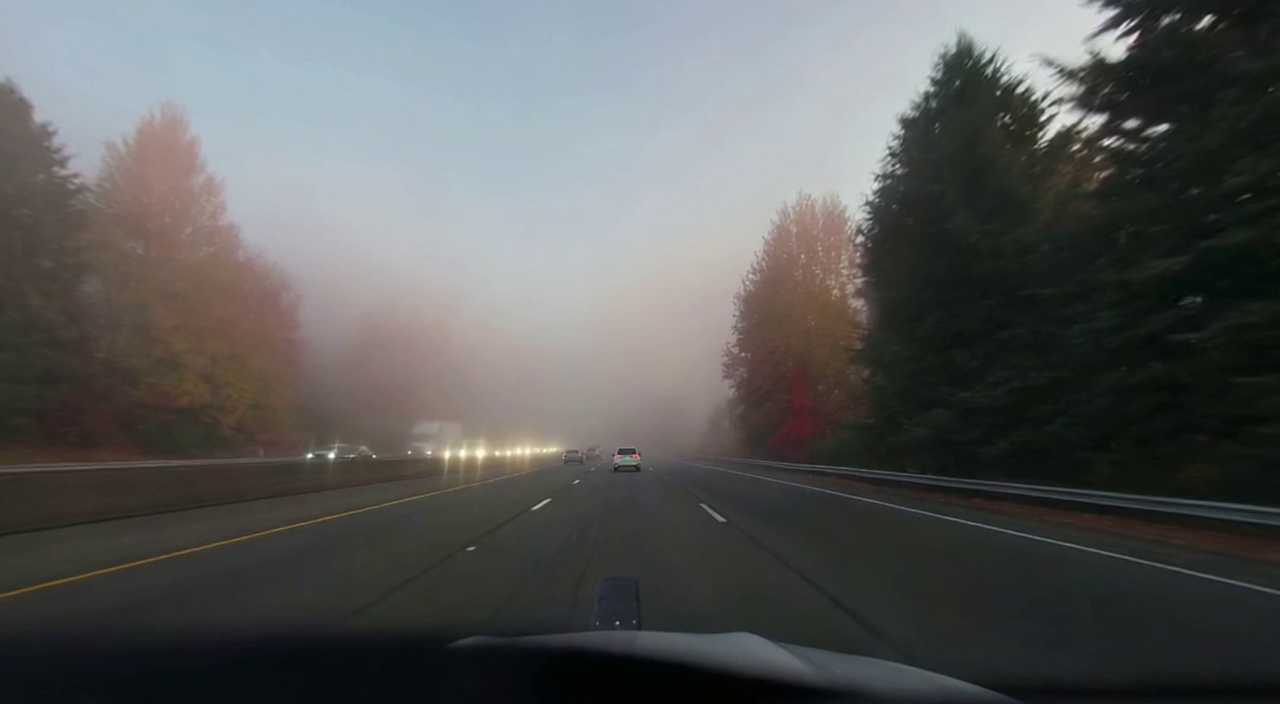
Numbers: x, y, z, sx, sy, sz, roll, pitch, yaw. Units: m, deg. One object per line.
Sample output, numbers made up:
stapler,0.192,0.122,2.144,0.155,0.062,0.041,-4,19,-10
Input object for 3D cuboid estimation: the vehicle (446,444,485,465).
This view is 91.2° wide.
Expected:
vehicle,-13.195,7.775,47.520,1.881,1.507,3.991,0,-9,-1

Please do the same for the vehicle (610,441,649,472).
vehicle,-0.633,6.024,36.190,2.115,1.661,4.049,0,-9,-1

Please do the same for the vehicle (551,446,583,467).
vehicle,-5.517,7.940,47.697,2.002,1.537,4.269,0,-9,-2

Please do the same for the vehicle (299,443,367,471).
vehicle,-18.079,6.217,37.186,1.850,1.509,4.482,0,-9,-1
